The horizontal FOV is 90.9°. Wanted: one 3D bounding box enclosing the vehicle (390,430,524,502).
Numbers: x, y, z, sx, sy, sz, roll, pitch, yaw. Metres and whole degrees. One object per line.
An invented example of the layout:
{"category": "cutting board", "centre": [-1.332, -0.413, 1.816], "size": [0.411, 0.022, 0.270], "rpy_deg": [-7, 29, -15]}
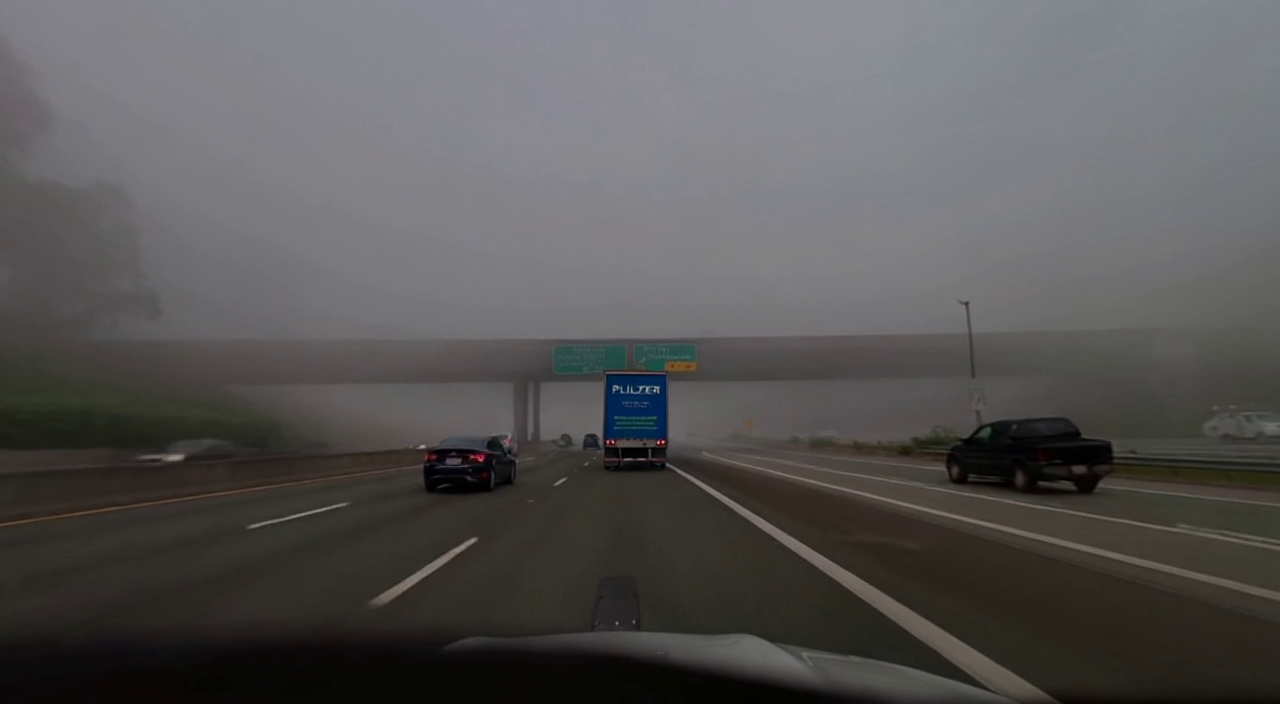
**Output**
{"category": "vehicle", "centre": [-4.109, 2.601, 14.947], "size": [1.943, 1.446, 4.158], "rpy_deg": [0, -8, 0]}

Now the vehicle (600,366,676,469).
{"category": "vehicle", "centre": [-0.247, 3.321, 30.309], "size": [2.926, 3.959, 11.818], "rpy_deg": [0, -8, -2]}

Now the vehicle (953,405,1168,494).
{"category": "vehicle", "centre": [9.938, 2.350, 15.471], "size": [2.052, 1.841, 4.481], "rpy_deg": [0, -8, -2]}
